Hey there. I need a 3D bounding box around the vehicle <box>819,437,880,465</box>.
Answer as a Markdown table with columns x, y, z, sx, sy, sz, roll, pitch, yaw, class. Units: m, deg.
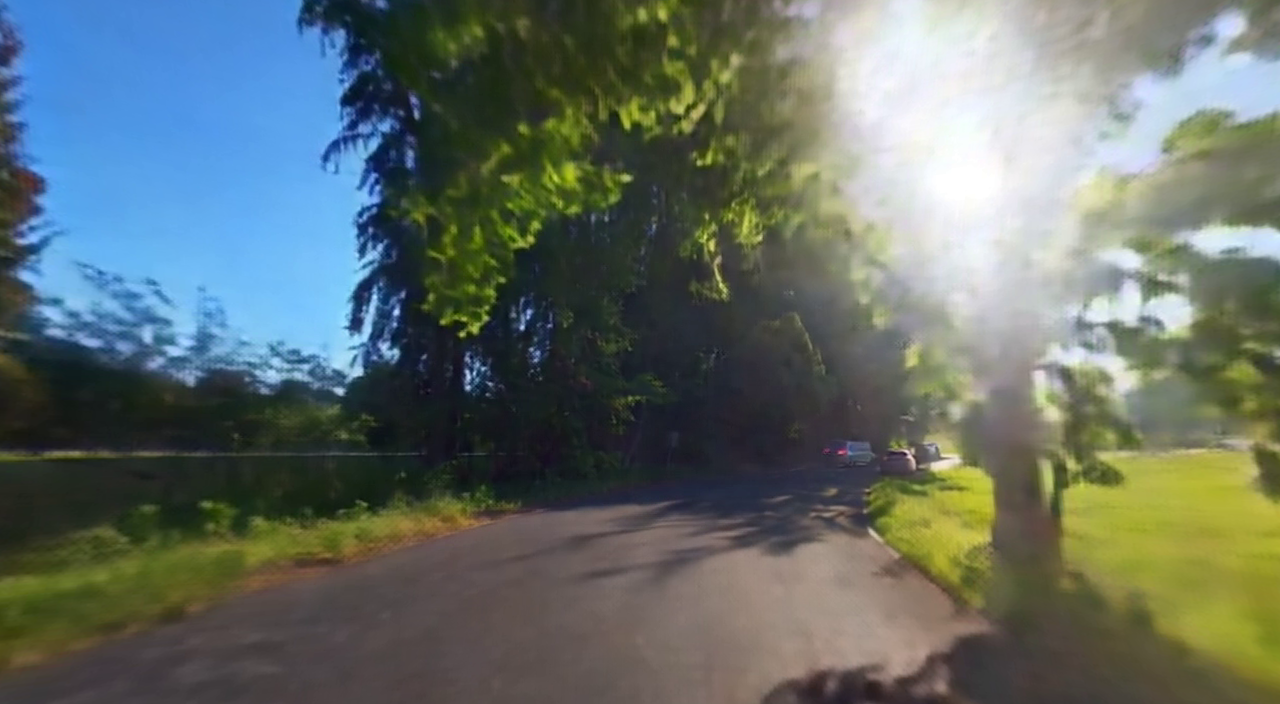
| x | y | z | sx | sy | sz | roll | pitch | yaw | class |
| --- | --- | --- | --- | --- | --- | --- | --- | --- | --- |
| 14.204 | 6.677 | 42.488 | 4.257 | 1.789 | 1.988 | 8 | -11 | -41 | vehicle |
